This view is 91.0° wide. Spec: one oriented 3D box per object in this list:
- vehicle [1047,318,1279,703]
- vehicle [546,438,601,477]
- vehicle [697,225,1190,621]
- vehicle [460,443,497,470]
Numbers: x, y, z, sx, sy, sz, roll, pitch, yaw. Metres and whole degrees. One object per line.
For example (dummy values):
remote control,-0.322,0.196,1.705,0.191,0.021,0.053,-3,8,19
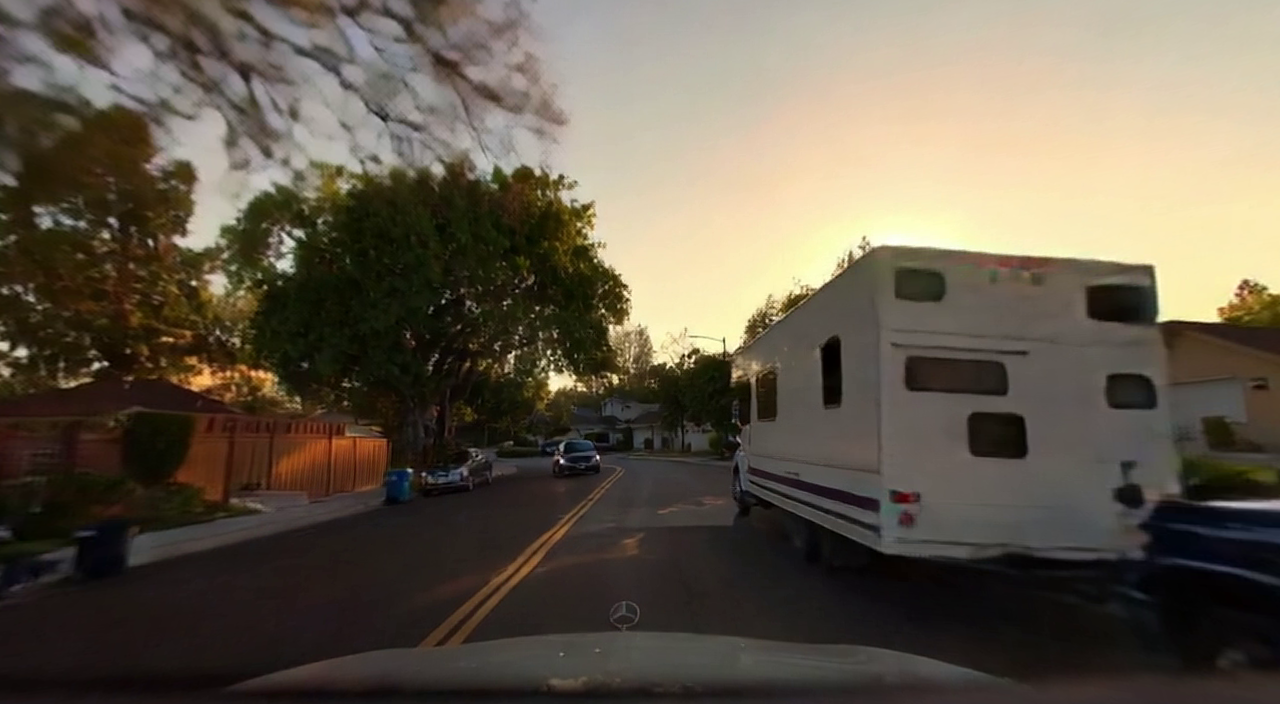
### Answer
vehicle,3.315,0.606,1.133,1.980,1.782,4.627,0,-8,-1
vehicle,-3.241,5.245,31.572,2.194,1.763,4.288,0,-8,1
vehicle,3.087,1.315,11.023,3.052,3.440,11.052,-1,-8,0
vehicle,-11.932,7.721,46.734,2.111,1.856,4.803,0,-9,-8
